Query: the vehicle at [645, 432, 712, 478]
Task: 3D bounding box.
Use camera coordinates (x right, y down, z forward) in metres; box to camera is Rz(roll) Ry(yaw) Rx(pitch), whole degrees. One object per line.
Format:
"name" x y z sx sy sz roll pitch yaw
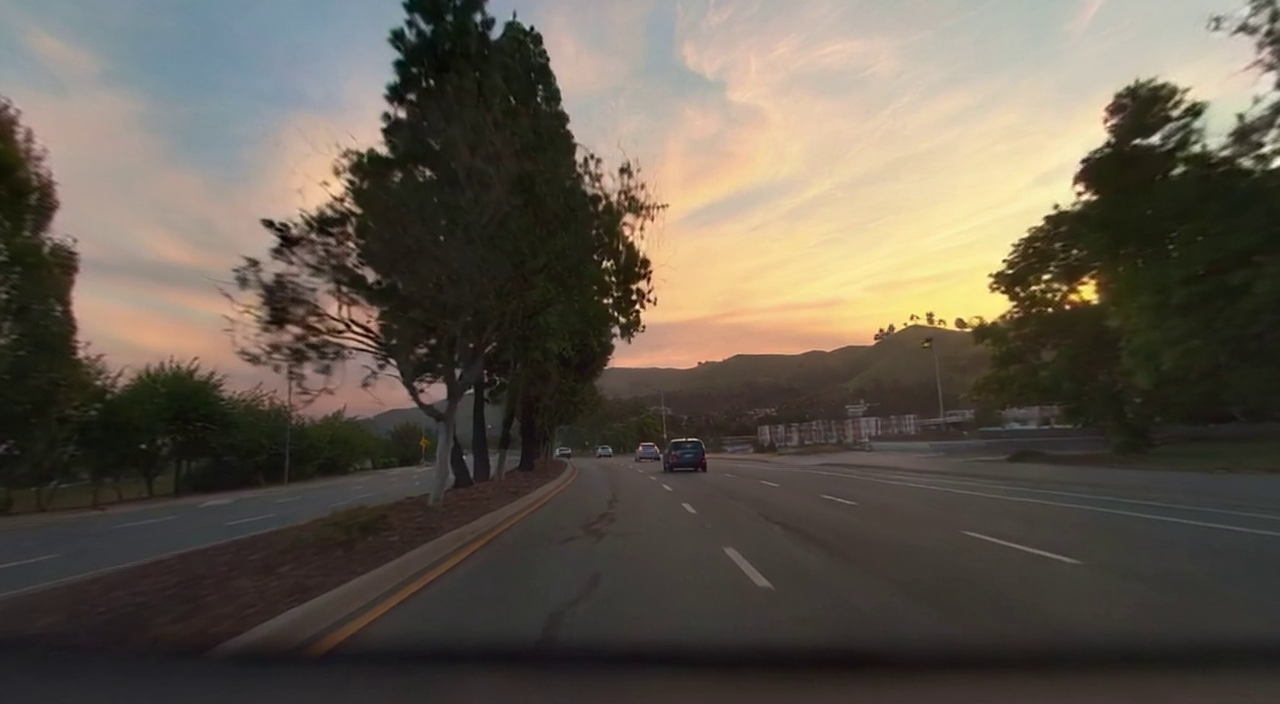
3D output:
"vehicle" 1.512 4.362 26.815 2.253 1.756 4.313 0 -8 -5
